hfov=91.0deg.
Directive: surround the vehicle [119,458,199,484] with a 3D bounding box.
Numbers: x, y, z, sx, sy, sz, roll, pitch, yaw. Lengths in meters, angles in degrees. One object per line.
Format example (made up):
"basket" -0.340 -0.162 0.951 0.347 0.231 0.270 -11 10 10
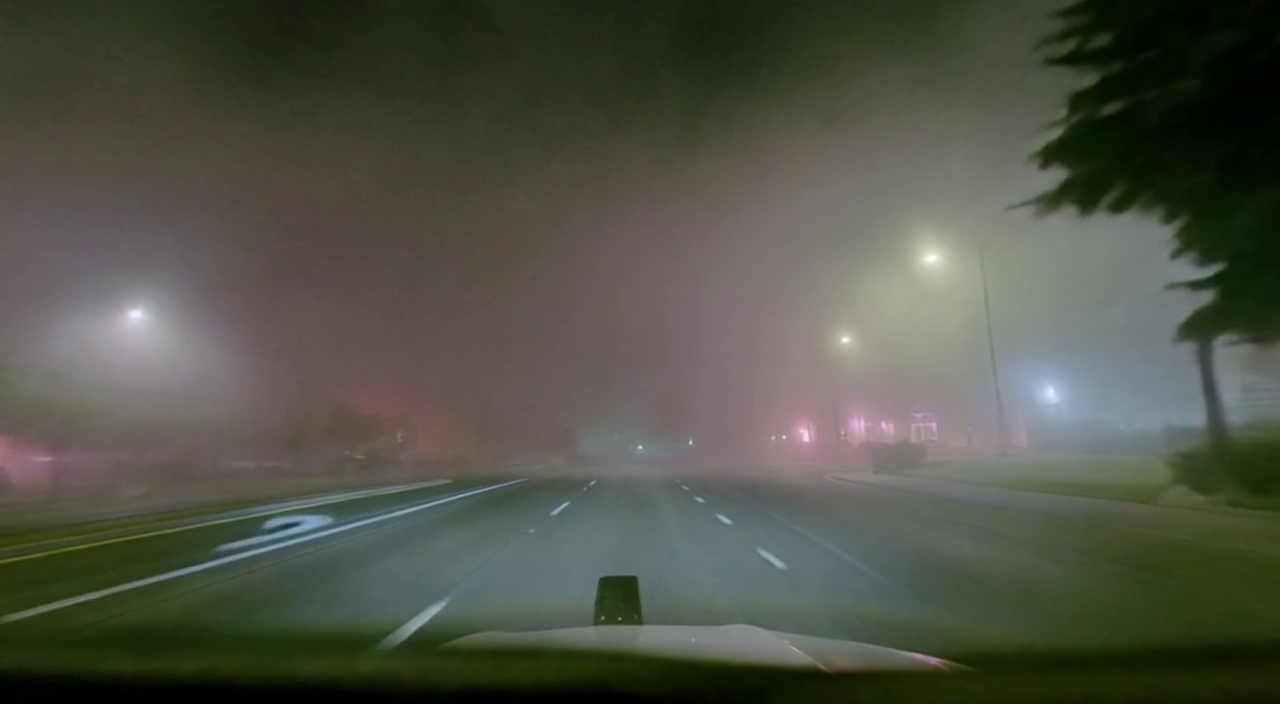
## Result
"vehicle" -36.031 8.956 47.220 4.515 1.593 1.827 -3 -10 -2
